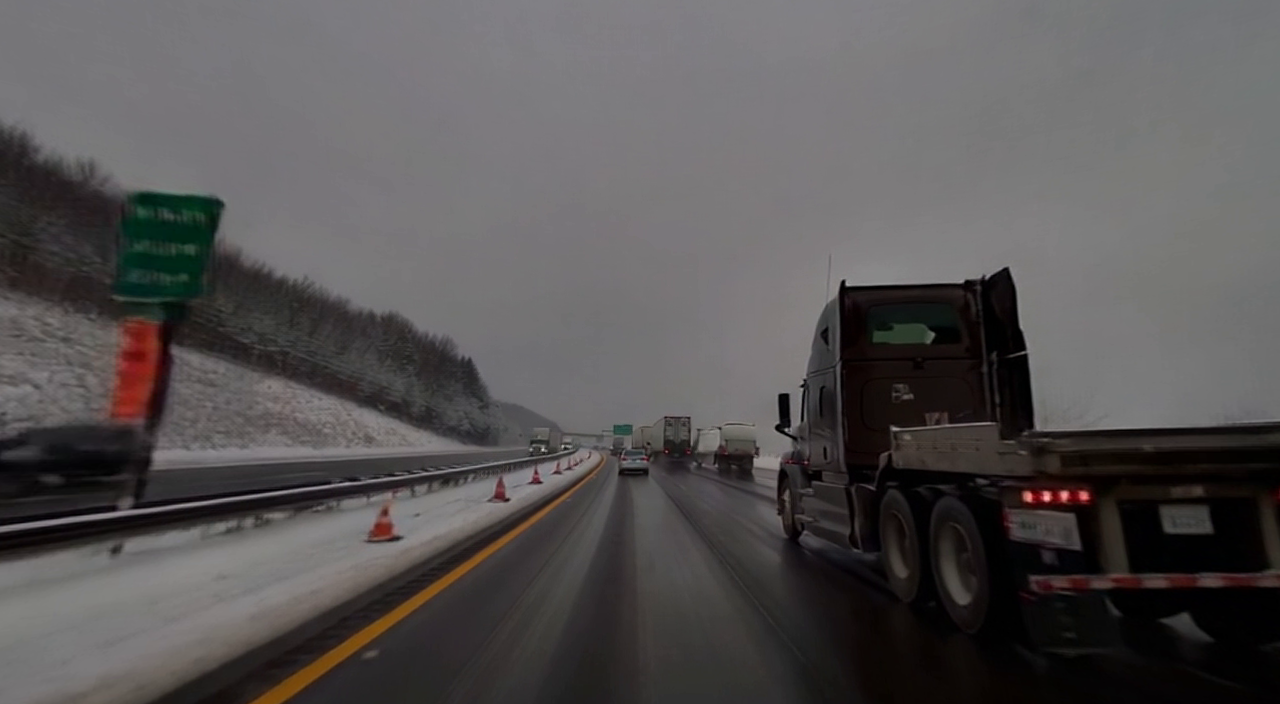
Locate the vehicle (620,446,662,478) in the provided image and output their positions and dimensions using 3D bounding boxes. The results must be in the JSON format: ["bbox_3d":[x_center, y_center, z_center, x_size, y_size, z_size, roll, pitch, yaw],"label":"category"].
[{"bbox_3d":[0.016,5.312,30.611,1.927,1.437,3.794,0,-9,-1],"label":"vehicle"}]

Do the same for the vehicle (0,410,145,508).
[{"bbox_3d":[-12.761,2.158,12.806,2.012,1.783,4.216,0,-9,-1],"label":"vehicle"}]

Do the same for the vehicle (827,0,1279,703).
[{"bbox_3d":[3.641,-0.536,0.453,2.874,4.065,14.243,0,-9,1],"label":"vehicle"}]
